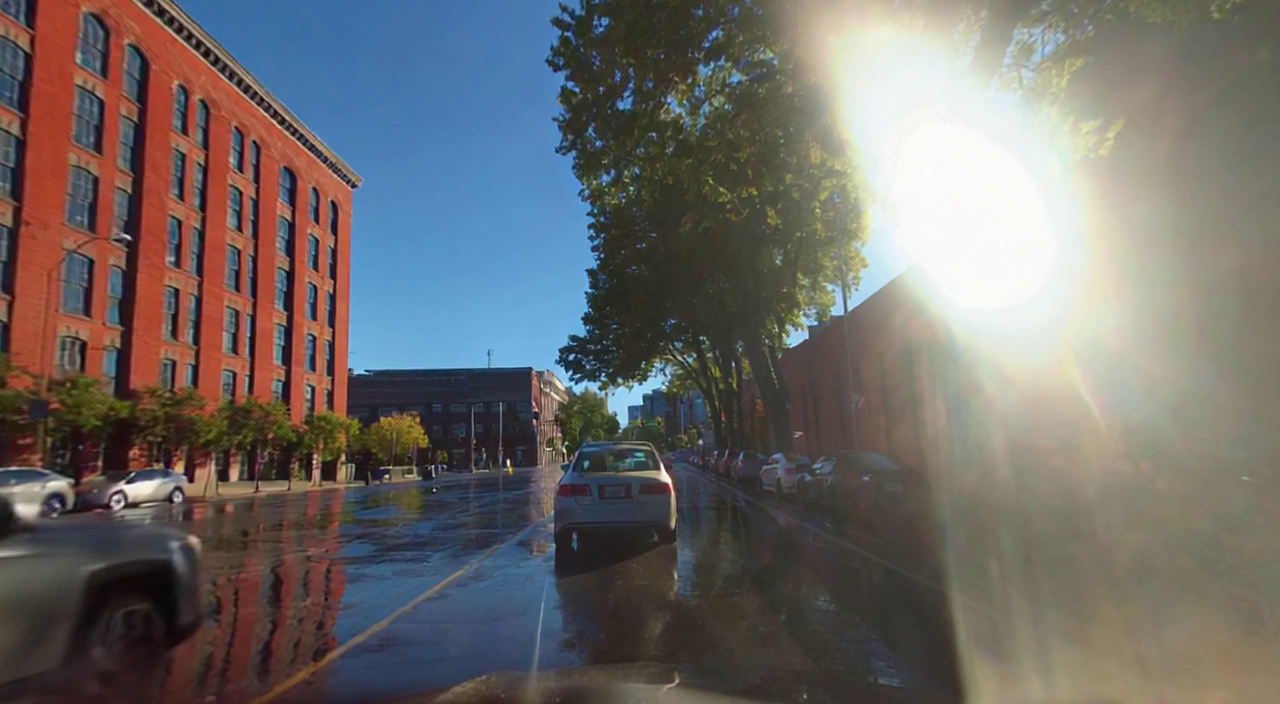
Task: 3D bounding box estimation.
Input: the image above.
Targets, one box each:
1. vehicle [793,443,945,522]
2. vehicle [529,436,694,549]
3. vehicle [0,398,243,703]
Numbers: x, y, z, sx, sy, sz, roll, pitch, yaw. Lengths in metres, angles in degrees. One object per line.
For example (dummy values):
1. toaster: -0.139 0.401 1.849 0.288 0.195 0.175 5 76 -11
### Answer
1. vehicle: 4.914 2.823 14.201 1.832 1.491 4.054 1 -9 -1
2. vehicle: -0.385 2.228 10.672 2.230 1.518 4.113 0 -9 0
3. vehicle: -3.513 0.824 1.590 1.934 1.548 4.635 0 -9 1
